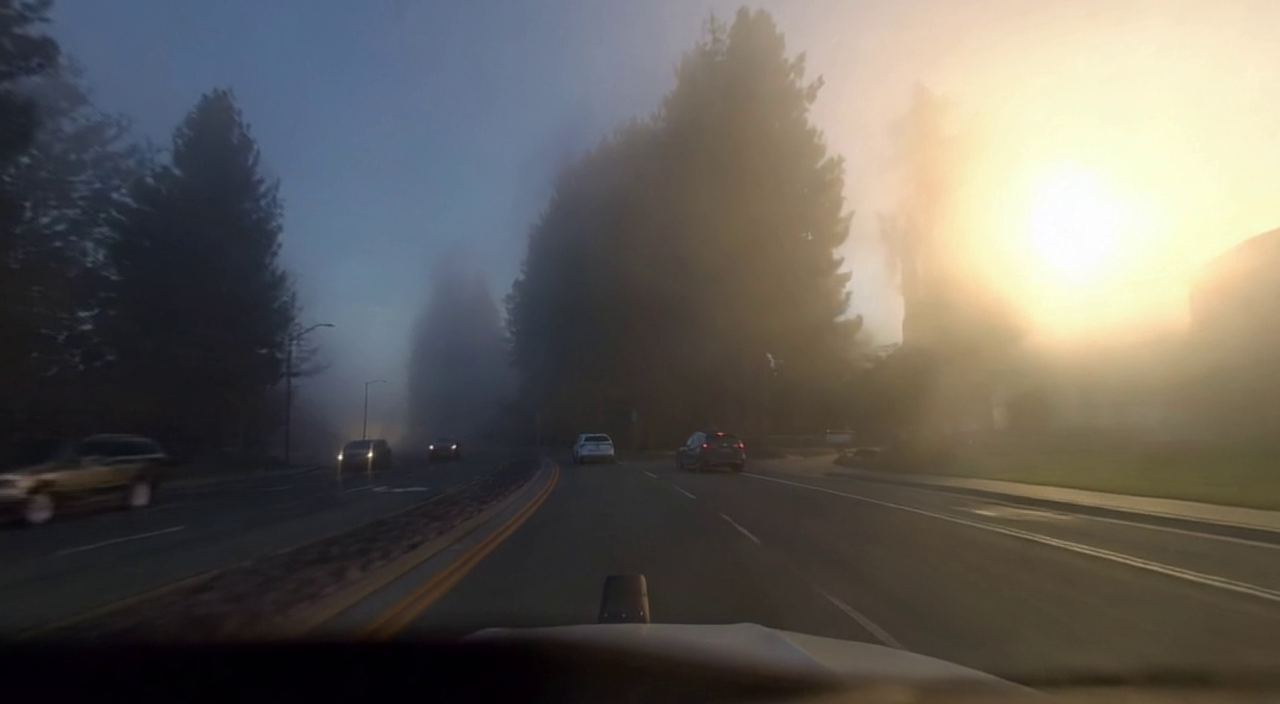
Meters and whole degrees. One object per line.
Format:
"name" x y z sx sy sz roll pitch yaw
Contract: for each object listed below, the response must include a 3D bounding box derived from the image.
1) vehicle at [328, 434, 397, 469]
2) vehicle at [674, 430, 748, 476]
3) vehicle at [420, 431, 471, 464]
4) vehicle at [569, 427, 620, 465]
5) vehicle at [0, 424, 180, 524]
"vehicle" -15.522 5.570 35.465 2.288 1.842 4.837 1 -8 -9
"vehicle" 2.474 3.663 23.176 1.915 1.495 4.880 1 -8 -3
"vehicle" -11.579 5.685 37.662 2.211 1.801 4.894 1 -8 -10
"vehicle" -2.429 4.802 32.256 2.165 1.783 4.391 1 -8 -10
"vehicle" -13.143 2.589 13.902 2.162 1.848 5.214 0 -8 -3
